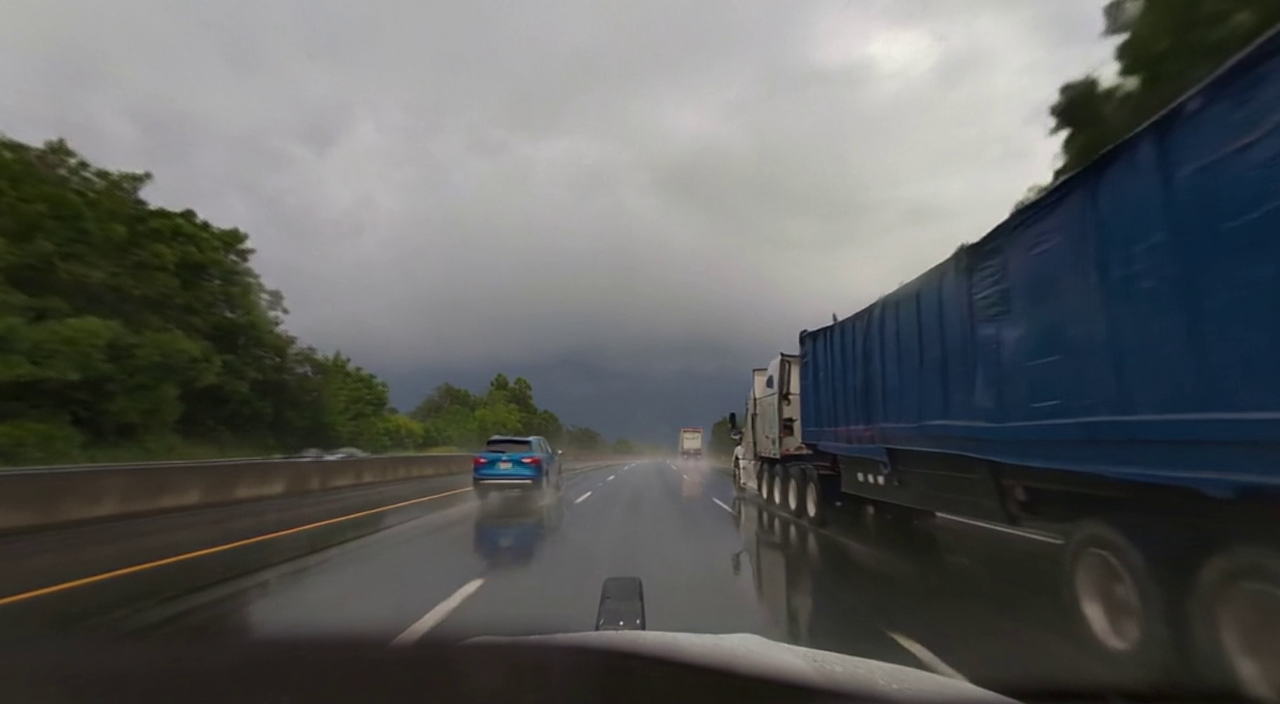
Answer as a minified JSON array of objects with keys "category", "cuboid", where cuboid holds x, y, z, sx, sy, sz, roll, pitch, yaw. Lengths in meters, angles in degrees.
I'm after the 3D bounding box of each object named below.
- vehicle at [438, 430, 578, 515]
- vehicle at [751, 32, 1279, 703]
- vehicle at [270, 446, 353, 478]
[{"category":"vehicle","cuboid":[-2.874,2.772,14.938,2.297,1.683,4.385,0,-9,1]},{"category":"vehicle","cuboid":[4.338,1.210,8.966,2.868,3.427,14.032,0,-9,0]},{"category":"vehicle","cuboid":[-16.743,5.619,32.459,1.879,1.493,4.452,0,-9,0]}]
